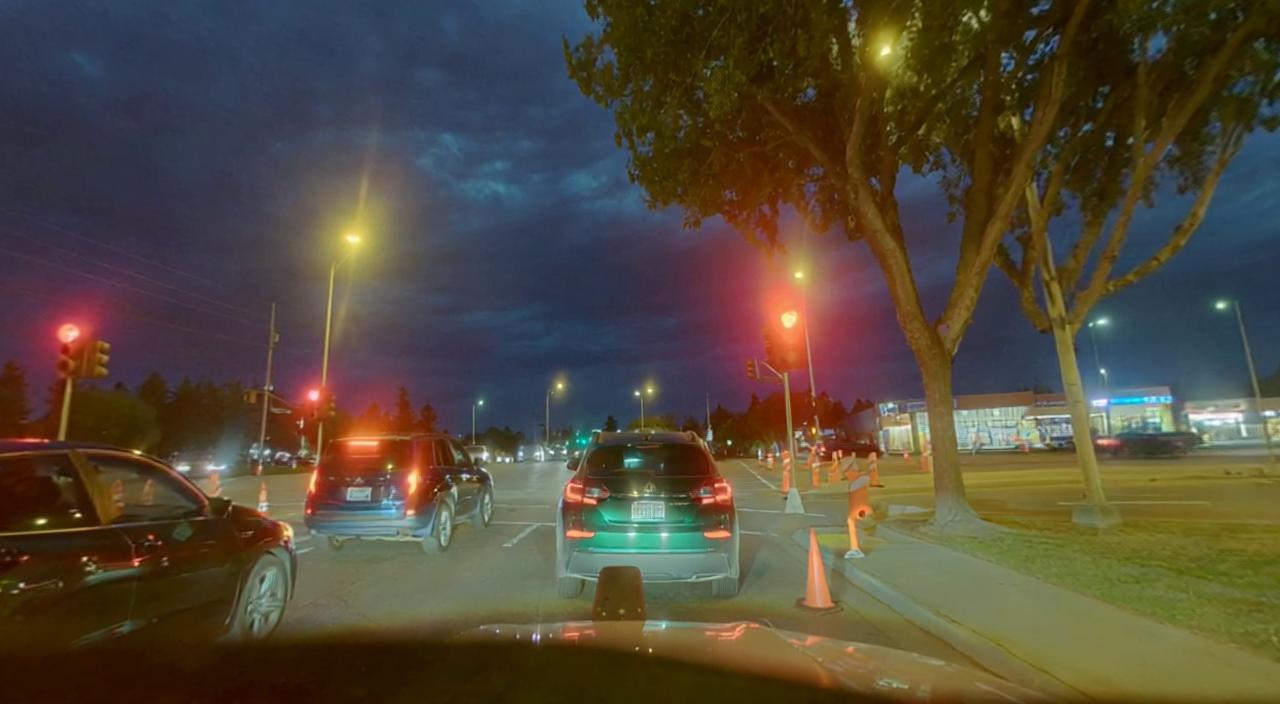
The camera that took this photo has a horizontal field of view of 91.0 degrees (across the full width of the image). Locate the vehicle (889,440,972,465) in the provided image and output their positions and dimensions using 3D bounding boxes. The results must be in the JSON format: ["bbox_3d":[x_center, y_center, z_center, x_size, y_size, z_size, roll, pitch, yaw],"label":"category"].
[{"bbox_3d":[18.690,6.484,40.649,4.463,1.482,1.808,0,-9,4],"label":"vehicle"}]

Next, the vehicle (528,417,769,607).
[{"bbox_3d":[0.114,1.627,7.210,2.021,1.560,3.676,0,-9,1],"label":"vehicle"}]

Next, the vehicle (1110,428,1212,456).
[{"bbox_3d":[33.573,5.819,40.658,4.805,1.688,1.923,0,-9,0],"label":"vehicle"}]

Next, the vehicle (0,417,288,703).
[{"bbox_3d":[-3.589,0.949,2.144,1.964,1.497,4.722,0,-9,1],"label":"vehicle"}]

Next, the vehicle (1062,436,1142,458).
[{"bbox_3d":[36.640,7.567,49.986,4.791,1.635,1.857,0,-9,1],"label":"vehicle"}]

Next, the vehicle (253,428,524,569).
[{"bbox_3d":[-3.269,1.995,9.445,1.989,1.541,4.626,0,-9,2],"label":"vehicle"}]
